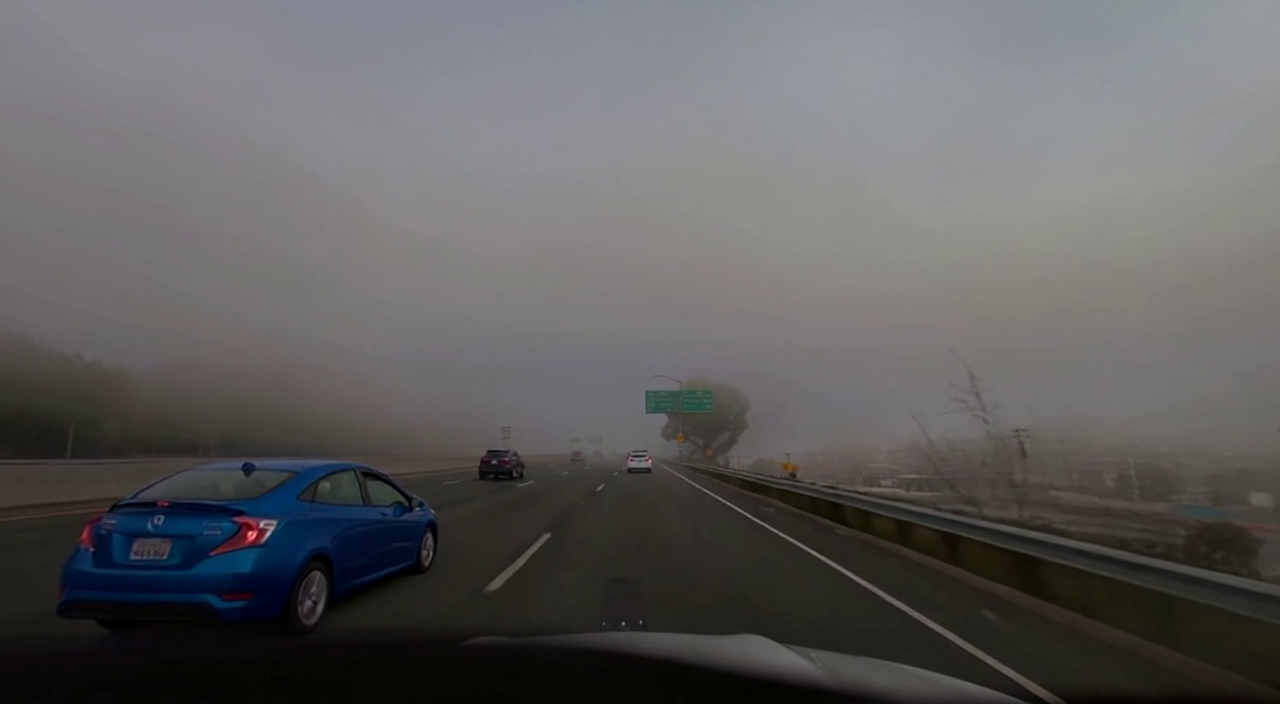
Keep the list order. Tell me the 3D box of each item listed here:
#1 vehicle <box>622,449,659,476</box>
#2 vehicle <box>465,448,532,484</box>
[{"bbox_3d":[0.000,6.432,36.846,2.051,1.443,3.770,0,-8,0],"label":"vehicle"},{"bbox_3d":[-6.431,5.218,29.188,2.075,1.528,4.327,0,-8,1],"label":"vehicle"}]
